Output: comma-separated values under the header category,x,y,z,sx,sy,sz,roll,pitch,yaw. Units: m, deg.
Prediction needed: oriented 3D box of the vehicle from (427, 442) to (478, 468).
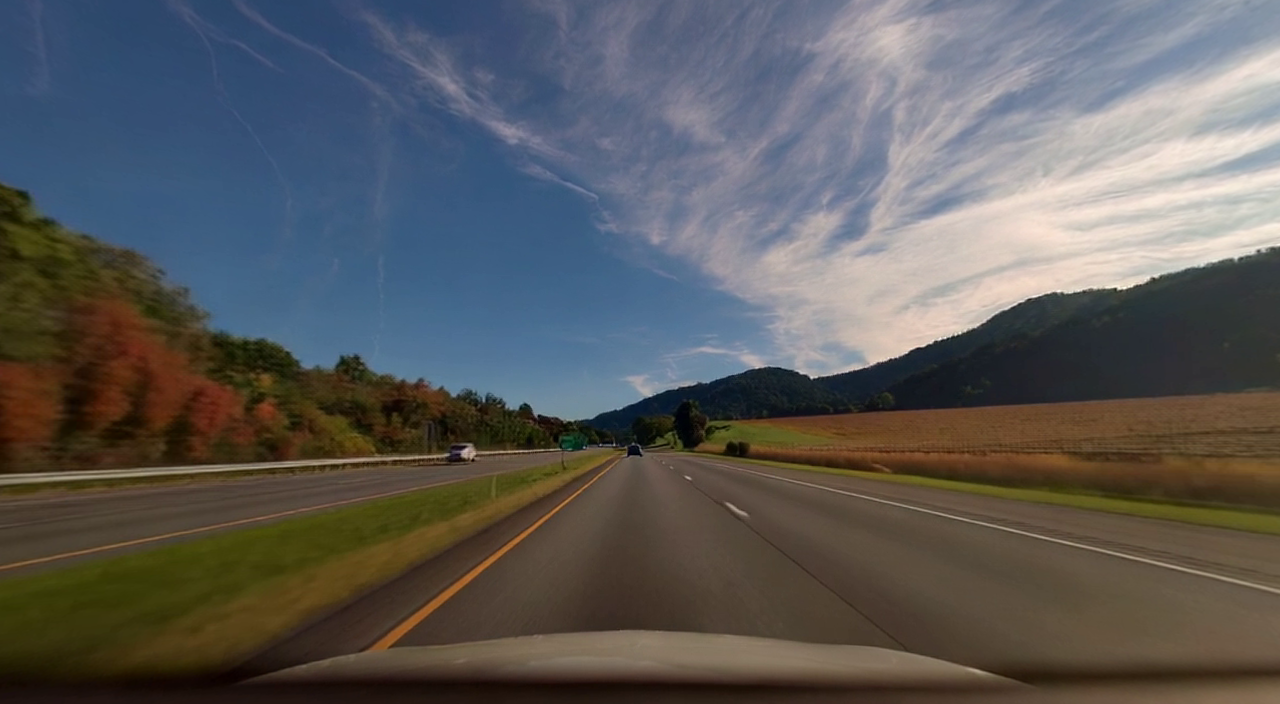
category,x,y,z,sx,sy,sz,roll,pitch,yaw
vehicle,-12.581,6.964,42.581,2.025,1.628,4.464,0,-9,0
